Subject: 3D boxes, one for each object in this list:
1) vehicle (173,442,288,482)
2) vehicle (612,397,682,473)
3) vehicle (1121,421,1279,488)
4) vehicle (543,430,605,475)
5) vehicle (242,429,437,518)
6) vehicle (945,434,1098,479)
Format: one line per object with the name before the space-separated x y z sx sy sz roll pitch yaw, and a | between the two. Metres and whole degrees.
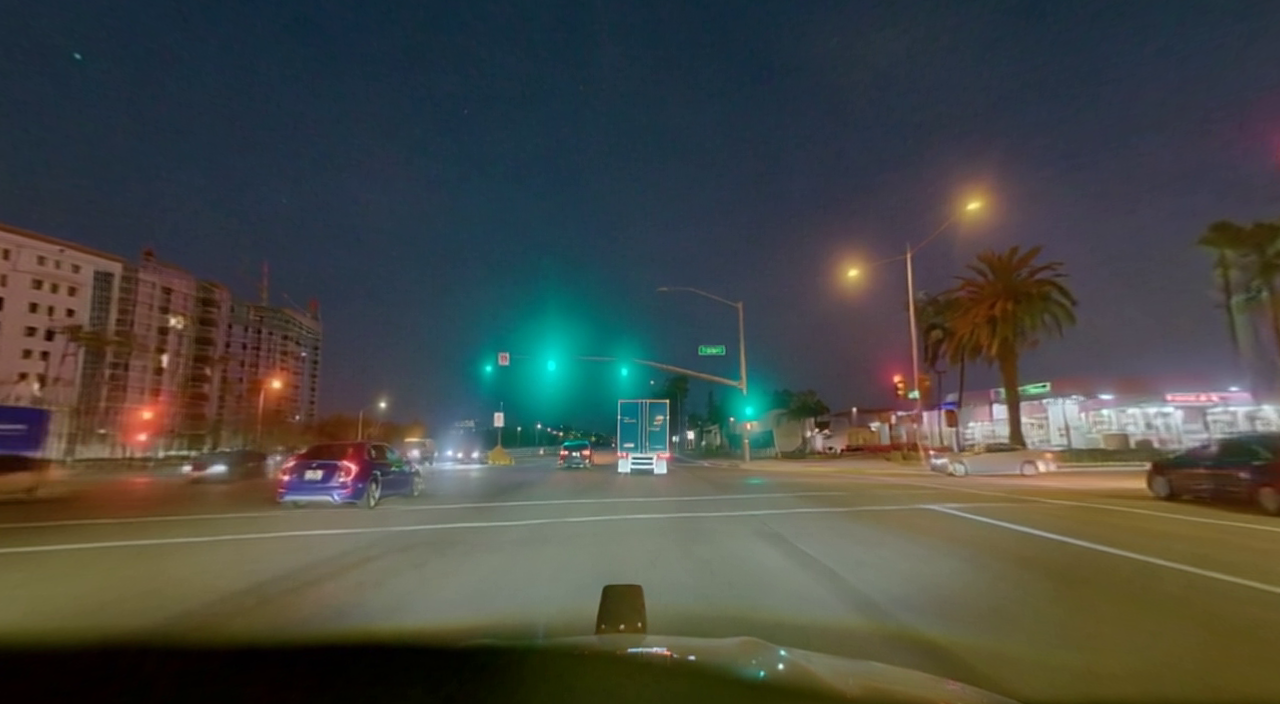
vehicle | -17.744 4.764 27.507 1.922 1.575 4.620 0 -8 0
vehicle | 0.306 4.071 30.422 2.993 3.235 6.692 0 -8 0
vehicle | 16.891 2.847 17.597 5.039 1.744 2.043 0 -8 0
vehicle | -2.886 4.564 28.701 2.178 1.826 4.933 0 -8 1
vehicle | -6.381 2.621 14.132 2.045 1.630 4.680 0 -8 0
vehicle | 14.665 4.065 24.357 4.568 1.485 1.936 -2 -11 0
